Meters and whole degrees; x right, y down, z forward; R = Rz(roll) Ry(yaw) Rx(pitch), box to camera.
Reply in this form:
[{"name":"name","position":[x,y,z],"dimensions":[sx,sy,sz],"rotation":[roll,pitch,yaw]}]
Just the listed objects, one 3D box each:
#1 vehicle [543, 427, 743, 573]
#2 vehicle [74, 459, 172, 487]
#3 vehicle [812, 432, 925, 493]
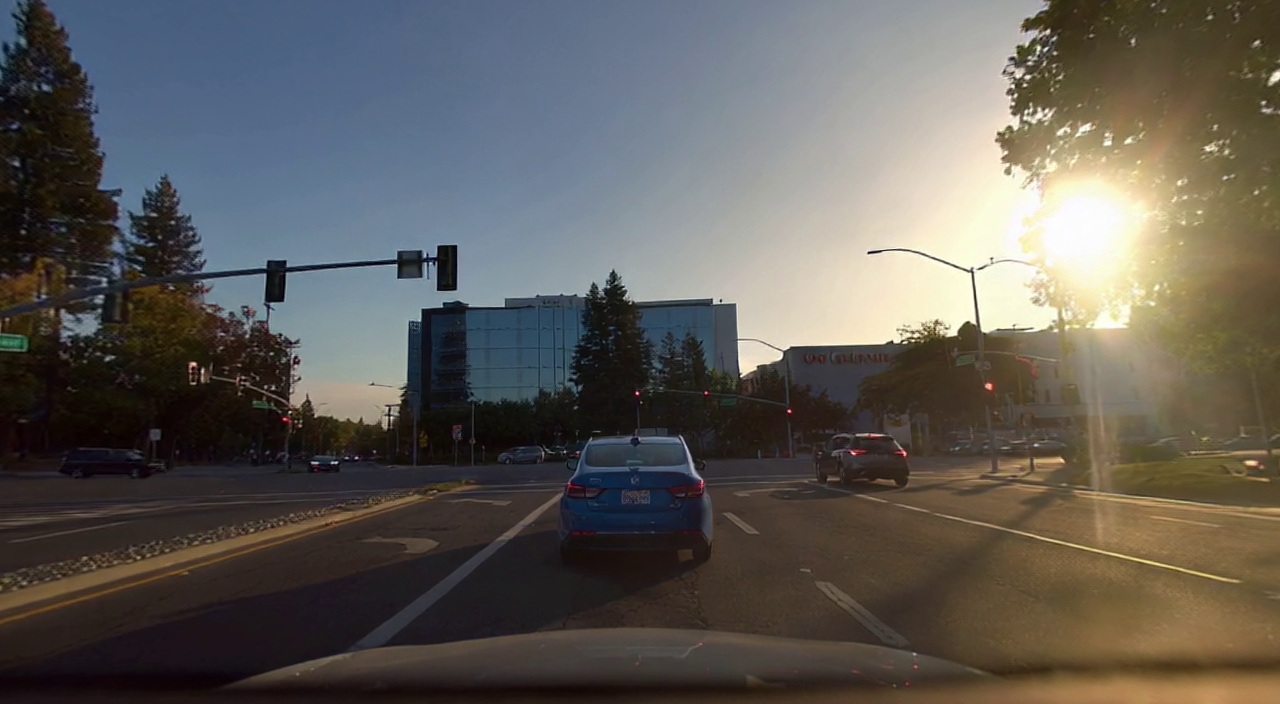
[{"name":"vehicle","position":[-0.022,1.848,8.725],"dimensions":[2.070,1.488,4.206],"rotation":[0,-8,-2]},{"name":"vehicle","position":[-32.378,7.548,39.655],"dimensions":[4.401,1.625,1.863],"rotation":[0,-8,-4]},{"name":"vehicle","position":[7.061,3.442,20.066],"dimensions":[2.039,1.692,4.319],"rotation":[0,-8,1]}]
